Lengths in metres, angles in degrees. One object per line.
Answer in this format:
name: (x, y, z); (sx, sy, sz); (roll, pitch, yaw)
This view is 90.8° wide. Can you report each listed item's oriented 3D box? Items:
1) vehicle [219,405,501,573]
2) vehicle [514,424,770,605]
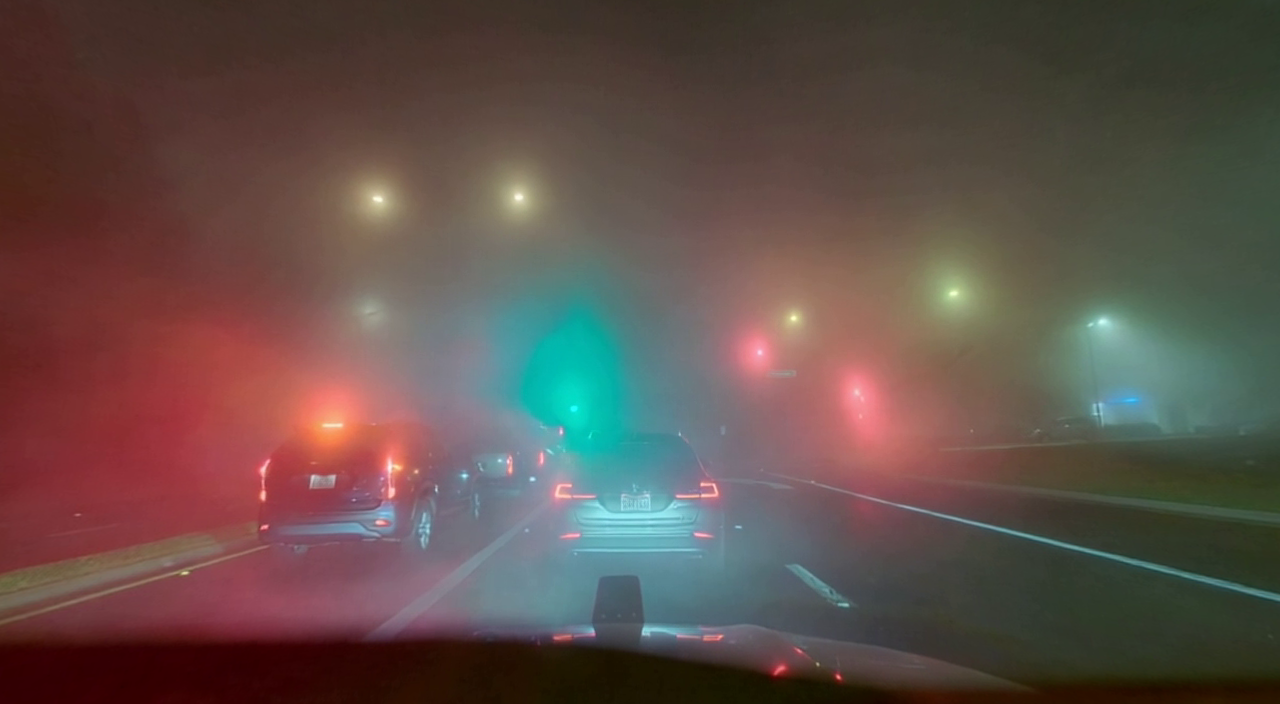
vehicle: (-3.413, 1.754, 8.822); (2.046, 1.751, 4.208); (0, -8, -1)
vehicle: (-0.039, 1.646, 7.310); (2.126, 1.475, 3.967); (0, -8, -2)
